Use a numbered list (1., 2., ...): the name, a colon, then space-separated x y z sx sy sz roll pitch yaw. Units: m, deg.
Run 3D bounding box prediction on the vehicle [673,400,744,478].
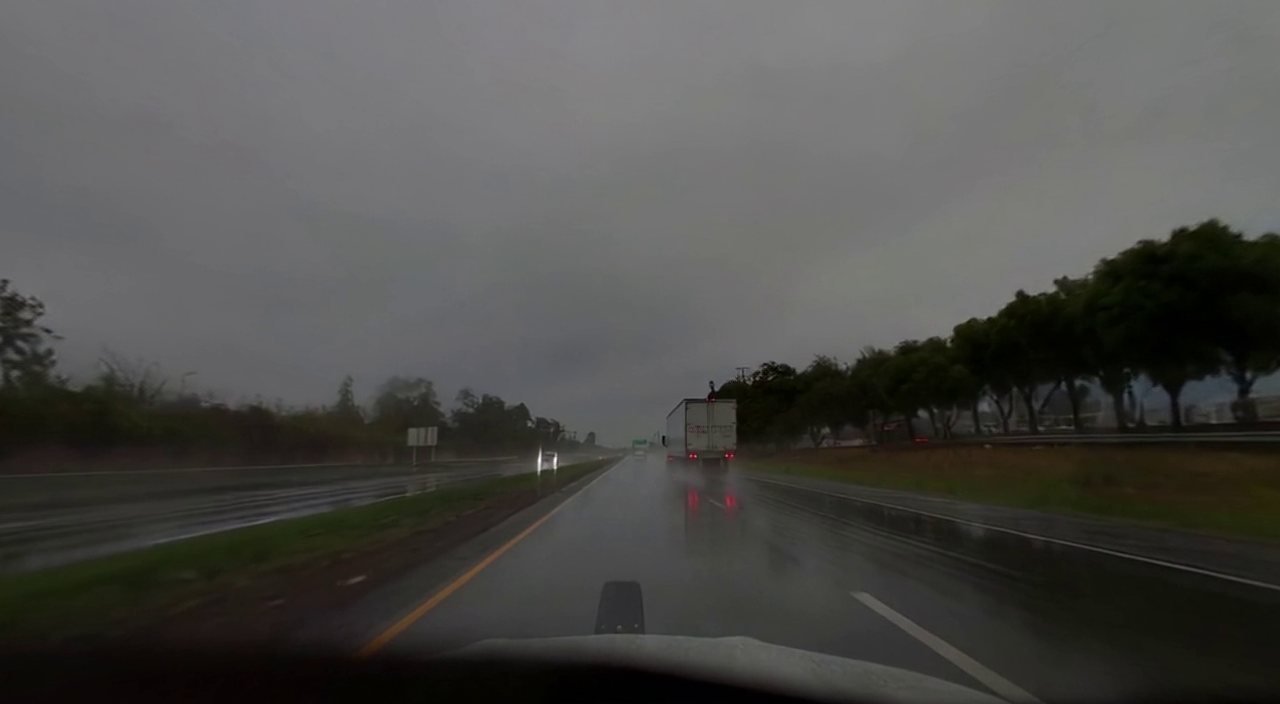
1. vehicle: 3.996 5.598 39.935 3.185 4.154 12.638 0 -9 1
